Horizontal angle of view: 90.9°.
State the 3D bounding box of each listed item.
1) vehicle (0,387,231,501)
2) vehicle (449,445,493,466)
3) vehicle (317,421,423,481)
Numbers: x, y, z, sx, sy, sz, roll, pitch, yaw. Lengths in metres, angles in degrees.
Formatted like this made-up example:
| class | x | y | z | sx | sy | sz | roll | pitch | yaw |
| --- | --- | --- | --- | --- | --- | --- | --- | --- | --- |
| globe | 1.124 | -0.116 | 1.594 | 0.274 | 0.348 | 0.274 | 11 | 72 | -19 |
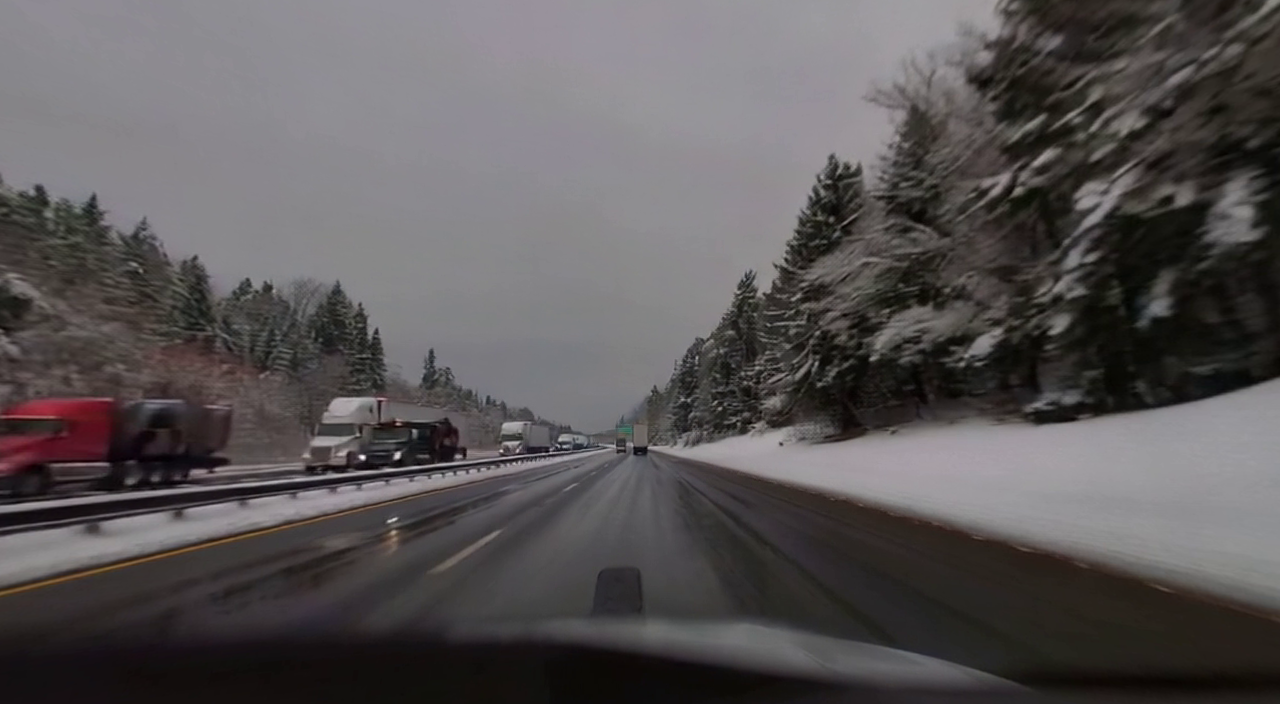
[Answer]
| class | x | y | z | sx | sy | sz | roll | pitch | yaw |
| --- | --- | --- | --- | --- | --- | --- | --- | --- | --- |
| vehicle | -16.972 | 2.921 | 19.916 | 2.790 | 2.882 | 7.737 | 0 | -9 | 0 |
| vehicle | -12.123 | 7.473 | 45.550 | 1.868 | 1.426 | 4.479 | 0 | -9 | 1 |
| vehicle | -11.855 | 4.407 | 28.175 | 2.308 | 2.426 | 5.240 | 0 | -9 | 1 |
